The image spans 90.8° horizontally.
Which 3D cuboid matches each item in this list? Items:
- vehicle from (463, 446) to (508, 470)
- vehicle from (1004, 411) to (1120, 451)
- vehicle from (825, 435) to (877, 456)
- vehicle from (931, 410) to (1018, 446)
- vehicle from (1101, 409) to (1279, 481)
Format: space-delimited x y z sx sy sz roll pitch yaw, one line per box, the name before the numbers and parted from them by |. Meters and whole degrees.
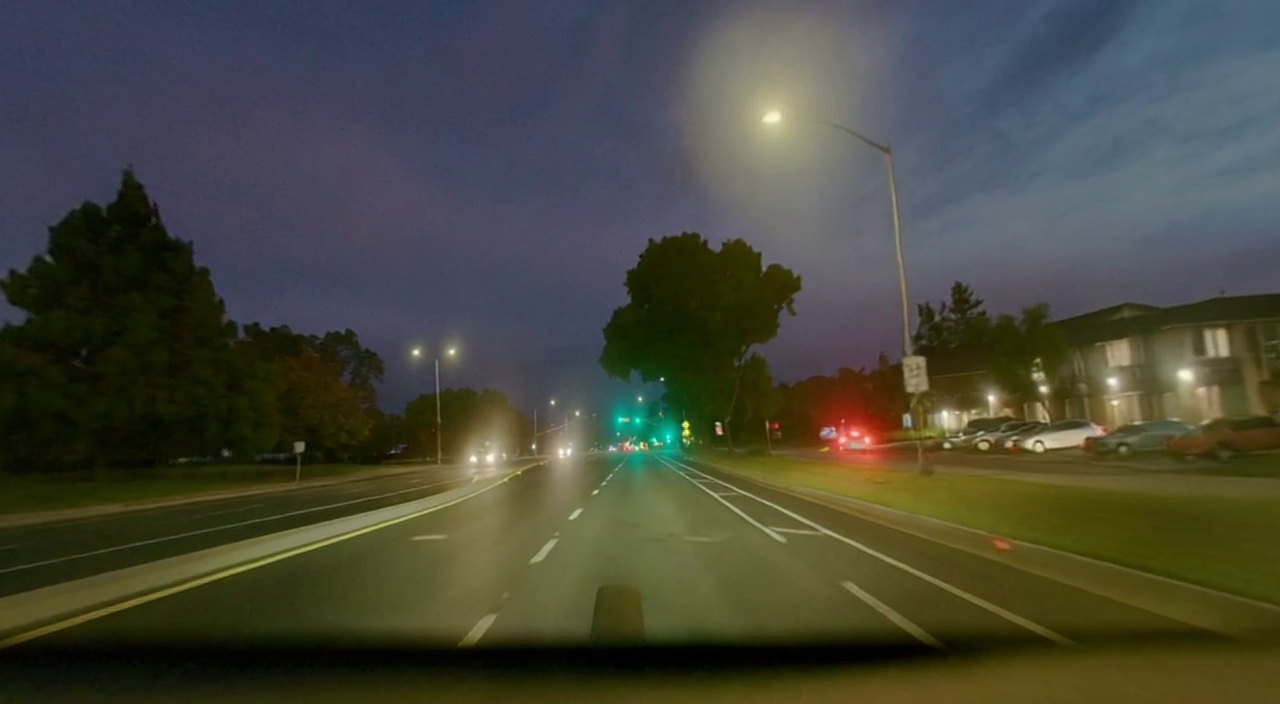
vehicle | -11.139 7.617 45.807 1.999 1.618 4.217 -1 -8 4
vehicle | 22.270 4.213 33.457 4.579 1.710 2.020 -4 -8 -2
vehicle | 15.421 6.893 46.501 1.882 1.446 4.741 0 -8 -4
vehicle | 22.613 5.169 42.823 4.512 1.837 2.059 -6 -8 -2
vehicle | 15.594 2.528 17.288 2.106 1.670 5.008 0 -8 0
